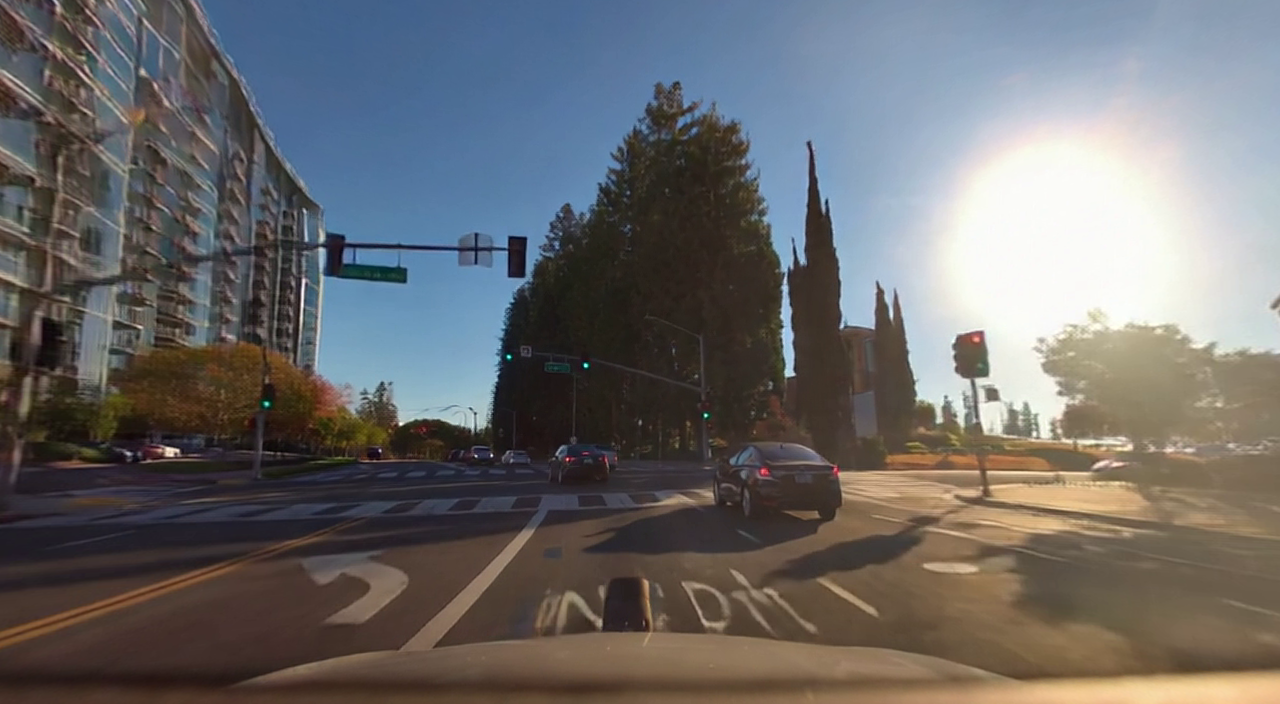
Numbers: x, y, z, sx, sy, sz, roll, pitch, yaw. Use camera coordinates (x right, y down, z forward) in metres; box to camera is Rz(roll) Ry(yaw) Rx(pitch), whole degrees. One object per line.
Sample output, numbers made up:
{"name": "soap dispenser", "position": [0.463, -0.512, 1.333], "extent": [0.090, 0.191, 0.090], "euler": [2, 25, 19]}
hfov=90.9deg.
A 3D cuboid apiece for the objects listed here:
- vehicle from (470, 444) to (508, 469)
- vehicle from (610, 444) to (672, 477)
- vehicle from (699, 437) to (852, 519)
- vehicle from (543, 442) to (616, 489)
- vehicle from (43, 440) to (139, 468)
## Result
{"name": "vehicle", "position": [-10.347, 7.096, 42.926], "extent": [2.012, 1.492, 4.079], "euler": [4, -8, -19]}
{"name": "vehicle", "position": [-0.065, 5.357, 31.477], "extent": [1.957, 1.463, 4.701], "euler": [2, -9, -15]}
{"name": "vehicle", "position": [2.731, 2.669, 13.950], "extent": [1.984, 1.476, 4.488], "euler": [1, -9, -6]}
{"name": "vehicle", "position": [-2.361, 4.124, 23.324], "extent": [2.308, 1.535, 4.811], "euler": [1, -9, -10]}
{"name": "vehicle", "position": [-32.727, 6.070, 37.696], "extent": [3.796, 1.595, 1.808], "euler": [3, -9, -19]}
